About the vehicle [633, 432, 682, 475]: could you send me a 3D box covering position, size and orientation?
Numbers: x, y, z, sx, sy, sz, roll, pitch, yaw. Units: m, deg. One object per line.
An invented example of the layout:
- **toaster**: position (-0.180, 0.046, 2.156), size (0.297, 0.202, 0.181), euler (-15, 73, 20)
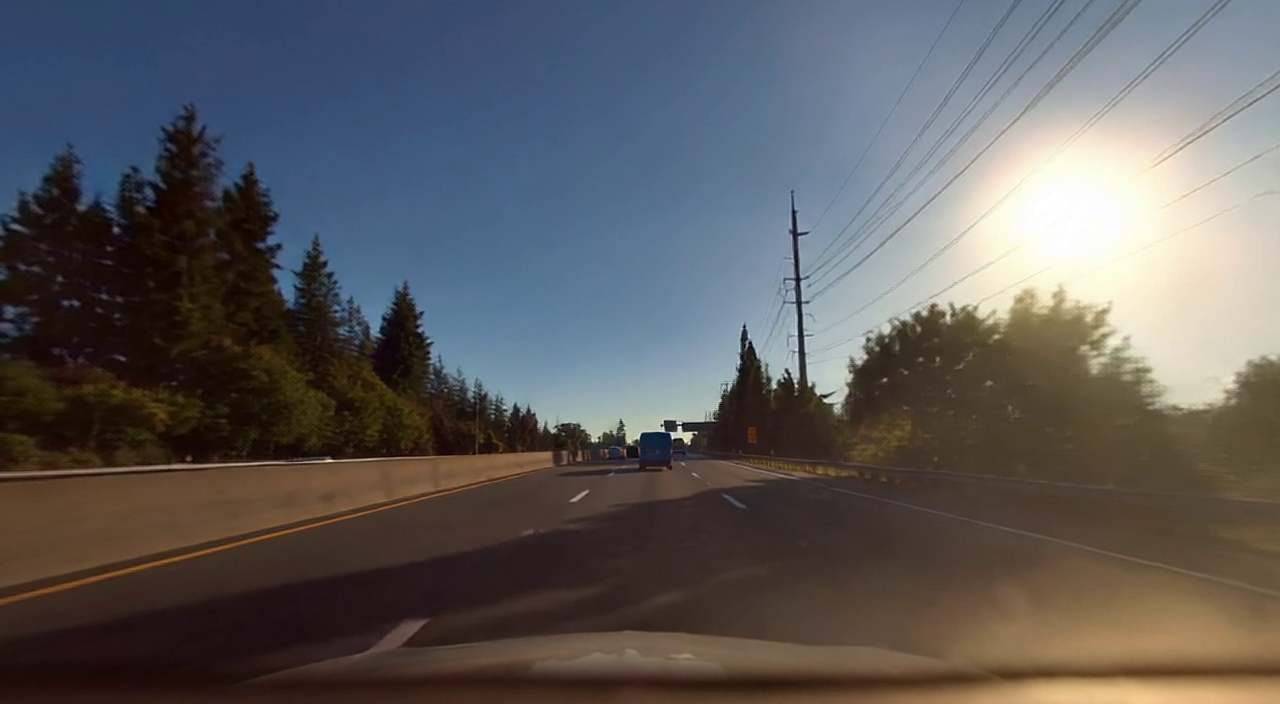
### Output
- **vehicle**: position (0.903, 5.114, 31.895), size (2.261, 1.969, 5.104), euler (0, -9, 2)
